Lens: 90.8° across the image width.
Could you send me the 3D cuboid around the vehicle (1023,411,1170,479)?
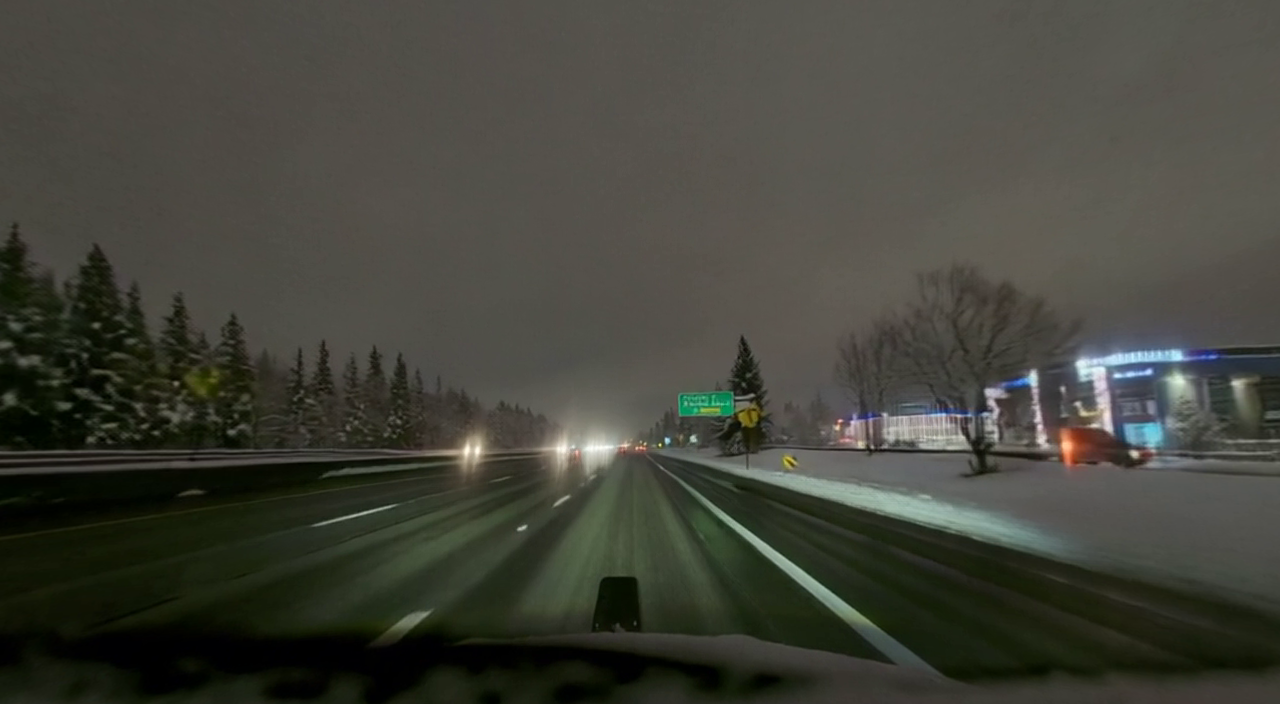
[{"bbox_3d":[24.754,5.117,34.918,3.065,3.244,7.356,-3,-8,6],"label":"vehicle"}]
